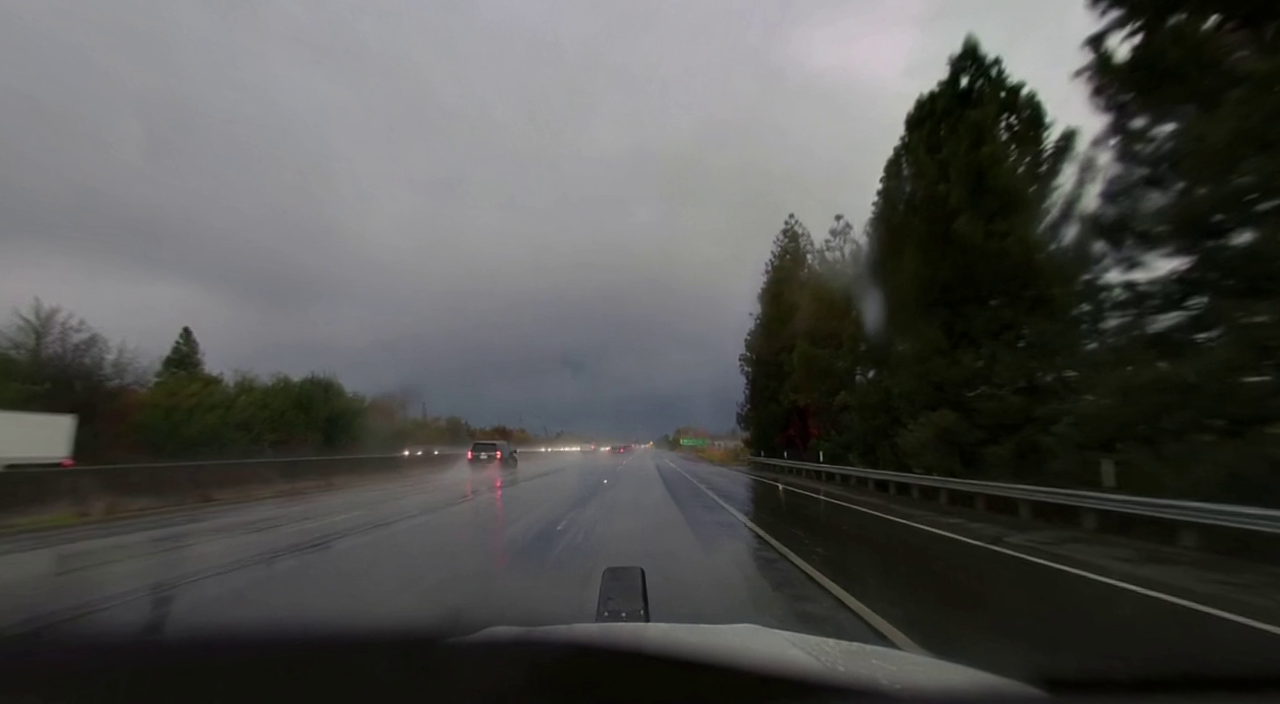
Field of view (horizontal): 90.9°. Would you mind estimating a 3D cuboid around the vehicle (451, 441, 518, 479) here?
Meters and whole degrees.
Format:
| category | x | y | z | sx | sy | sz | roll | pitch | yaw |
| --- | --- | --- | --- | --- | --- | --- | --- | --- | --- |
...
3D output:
| category | x | y | z | sx | sy | sz | roll | pitch | yaw |
| --- | --- | --- | --- | --- | --- | --- | --- | --- | --- |
| vehicle | -7.361 | 5.128 | 30.287 | 2.021 | 1.699 | 4.324 | 0 | -8 | 1 |
